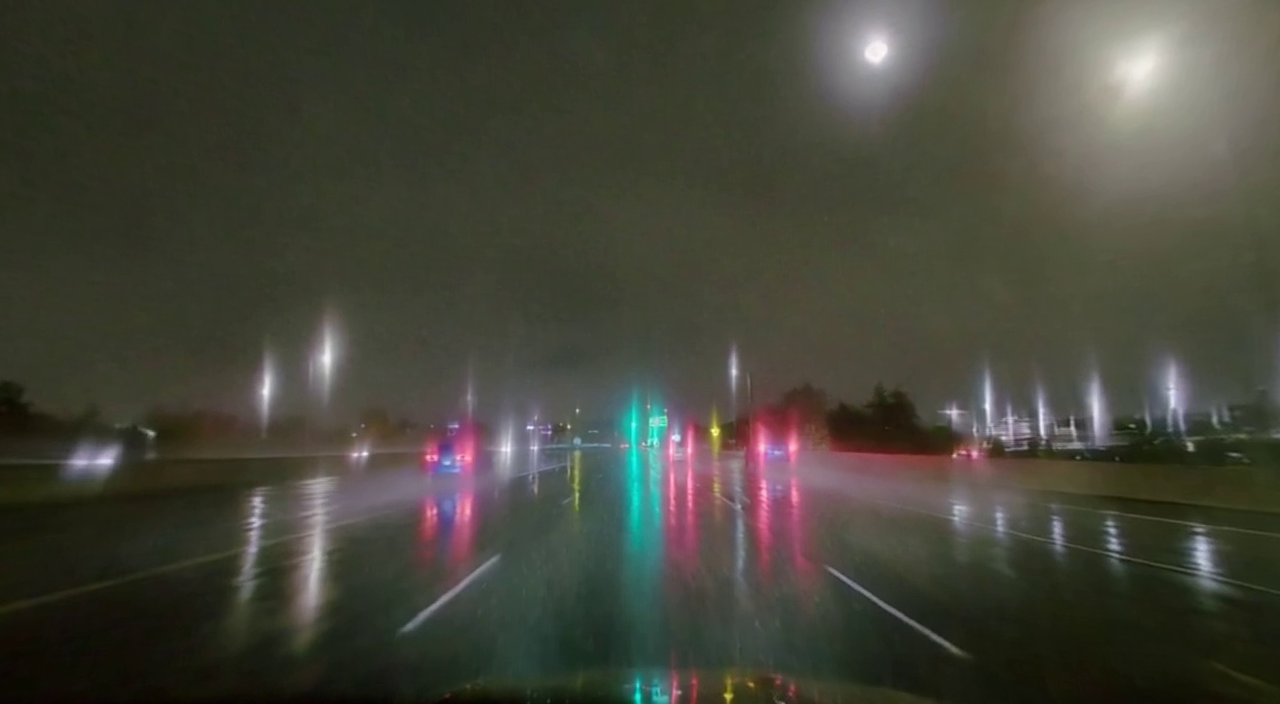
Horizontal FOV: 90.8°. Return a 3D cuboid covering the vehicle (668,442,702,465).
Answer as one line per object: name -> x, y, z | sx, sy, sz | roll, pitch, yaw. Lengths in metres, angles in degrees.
vehicle -> 3.150, 7.202, 44.937 | 2.000, 1.533, 3.770 | 0, -8, -1

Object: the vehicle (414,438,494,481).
vehicle -> -8.073, 4.680, 27.986 | 2.083, 1.696, 5.464 | 1, -8, -2

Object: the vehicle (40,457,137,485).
vehicle -> -32.709, 7.022, 37.633 | 1.855, 1.466, 4.350 | 0, -8, 0

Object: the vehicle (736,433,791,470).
vehicle -> 6.863, 5.594, 35.701 | 2.065, 1.953, 4.605 | 0, -8, -1
